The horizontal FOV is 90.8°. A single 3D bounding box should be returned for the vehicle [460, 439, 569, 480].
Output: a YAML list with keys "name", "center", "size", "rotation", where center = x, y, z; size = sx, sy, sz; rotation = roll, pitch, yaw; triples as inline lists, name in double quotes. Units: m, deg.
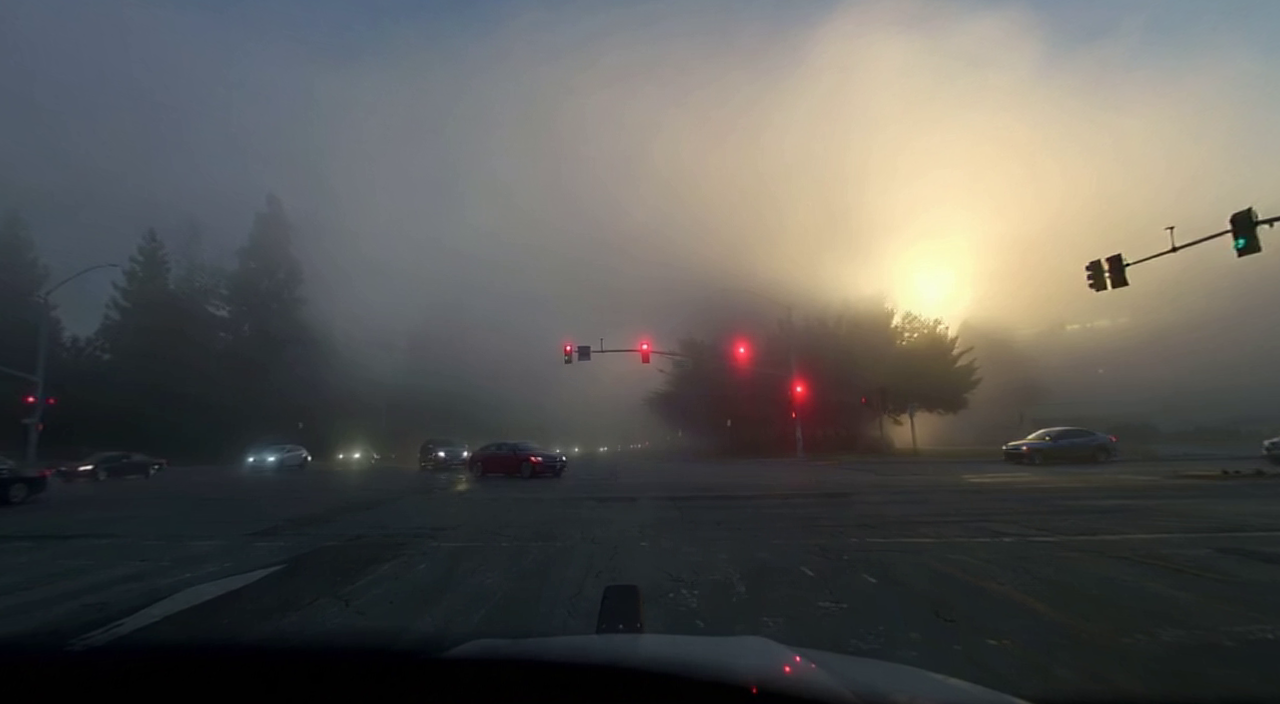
- name: "vehicle"
  center: [-5.130, 4.312, 25.562]
  size: [2.135, 1.467, 4.532]
  rotation: [8, -12, -44]

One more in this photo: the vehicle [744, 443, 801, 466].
- name: "vehicle"
  center: [8.822, 6.834, 42.398]
  size: [2.133, 1.437, 4.420]
  rotation: [2, -9, -11]

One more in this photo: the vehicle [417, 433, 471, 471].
- name: "vehicle"
  center: [-10.716, 5.418, 34.293]
  size: [2.017, 1.877, 4.767]
  rotation: [4, -10, -25]

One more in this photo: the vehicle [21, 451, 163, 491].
- name: "vehicle"
  center: [-22.974, 4.969, 26.793]
  size: [1.827, 1.461, 4.673]
  rotation: [0, -9, 0]

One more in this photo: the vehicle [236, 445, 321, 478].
- name: "vehicle"
  center: [-19.578, 5.928, 34.499]
  size: [1.924, 1.656, 4.593]
  rotation: [0, -9, 0]

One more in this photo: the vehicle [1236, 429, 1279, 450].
- name: "vehicle"
  center: [45.683, 6.271, 45.243]
  size: [1.786, 1.412, 4.330]
  rotation: [0, -9, 0]

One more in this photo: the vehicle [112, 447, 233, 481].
- name: "vehicle"
  center: [-27.242, 6.528, 37.115]
  size: [2.901, 1.827, 5.034]
  rotation: [-1, -9, 6]
